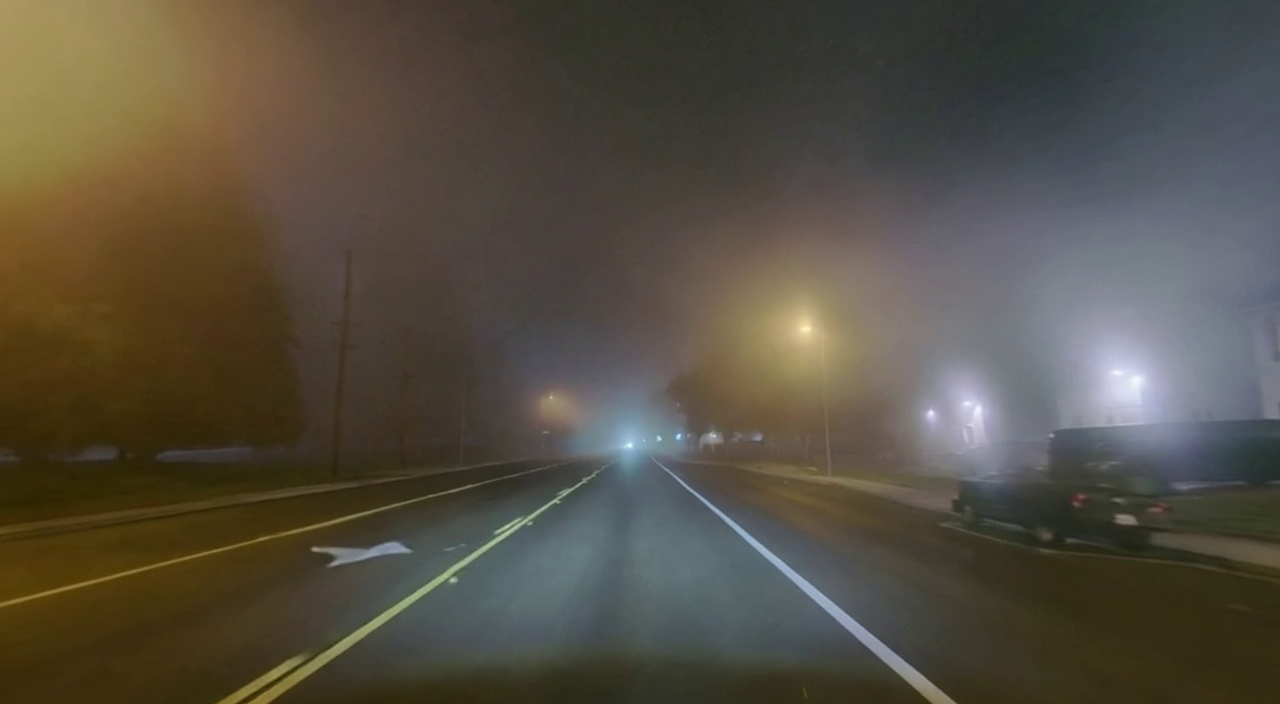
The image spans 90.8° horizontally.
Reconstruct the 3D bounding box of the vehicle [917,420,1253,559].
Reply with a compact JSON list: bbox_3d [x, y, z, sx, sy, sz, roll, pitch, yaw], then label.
[{"bbox_3d":[6.752,2.112,10.492,2.043,1.747,4.680,0,-9,-1],"label":"vehicle"}]
